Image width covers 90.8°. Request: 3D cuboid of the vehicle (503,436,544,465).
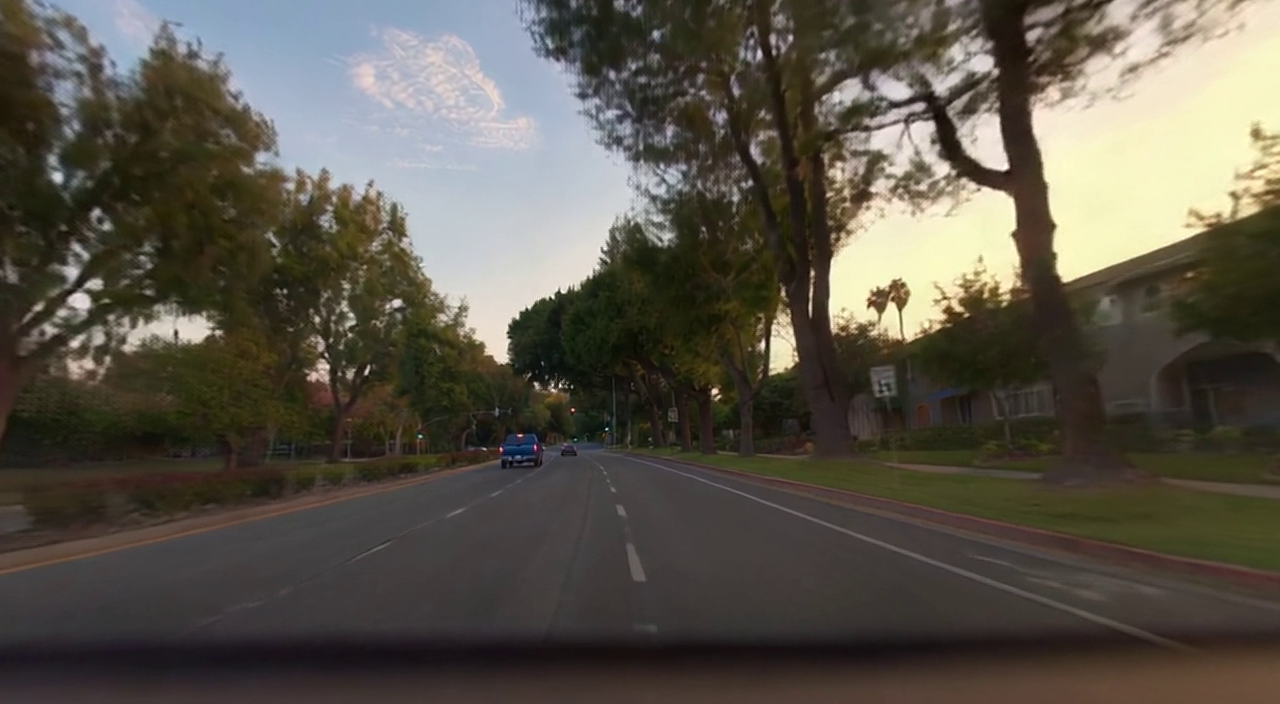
[{"bbox_3d":[-8.130,6.969,44.768,2.267,1.849,6.402,1,-9,-5],"label":"vehicle"}]
